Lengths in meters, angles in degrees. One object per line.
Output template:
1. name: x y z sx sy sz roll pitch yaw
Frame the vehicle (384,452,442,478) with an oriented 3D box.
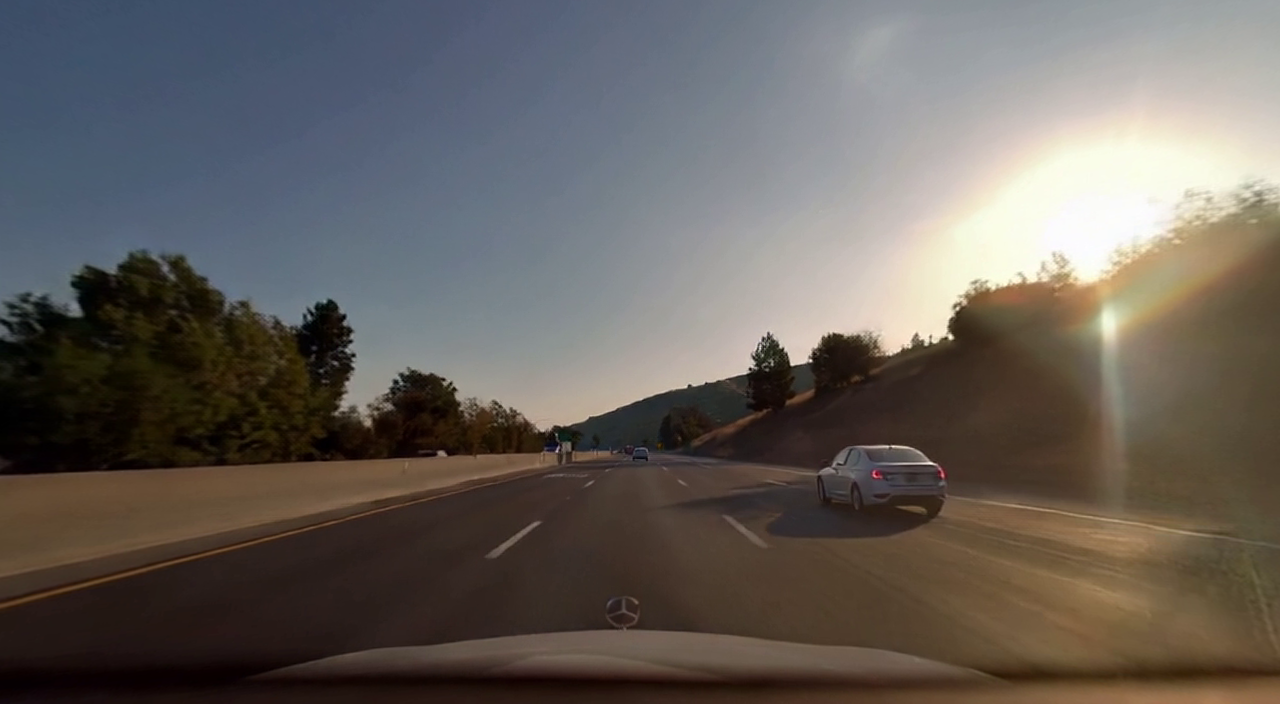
1. vehicle: -14.644 7.303 40.880 1.916 1.526 4.581 0 -9 1

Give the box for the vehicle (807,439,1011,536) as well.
1. vehicle: 4.792 2.464 12.035 1.976 1.495 4.217 0 -9 -1
